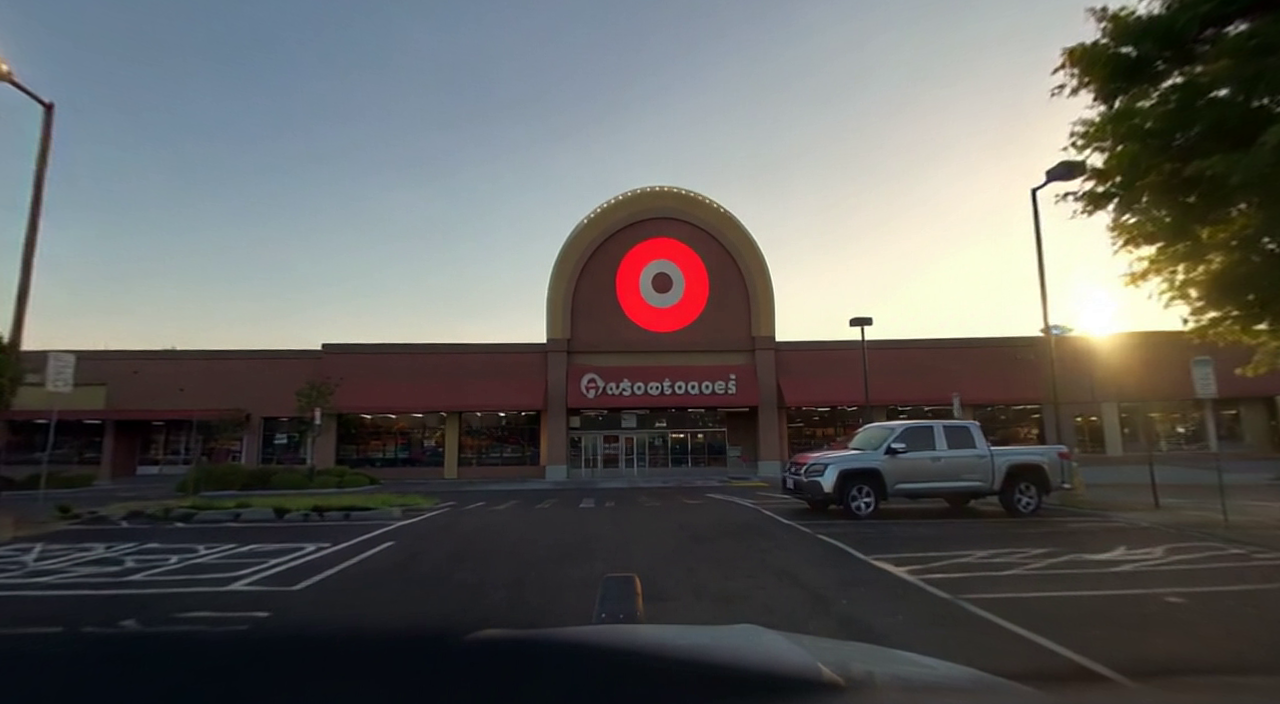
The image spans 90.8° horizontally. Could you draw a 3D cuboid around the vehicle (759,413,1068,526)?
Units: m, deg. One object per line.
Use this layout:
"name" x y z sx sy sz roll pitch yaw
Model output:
"vehicle" 5.077 2.220 12.315 4.864 1.916 2.413 1 -8 -6
